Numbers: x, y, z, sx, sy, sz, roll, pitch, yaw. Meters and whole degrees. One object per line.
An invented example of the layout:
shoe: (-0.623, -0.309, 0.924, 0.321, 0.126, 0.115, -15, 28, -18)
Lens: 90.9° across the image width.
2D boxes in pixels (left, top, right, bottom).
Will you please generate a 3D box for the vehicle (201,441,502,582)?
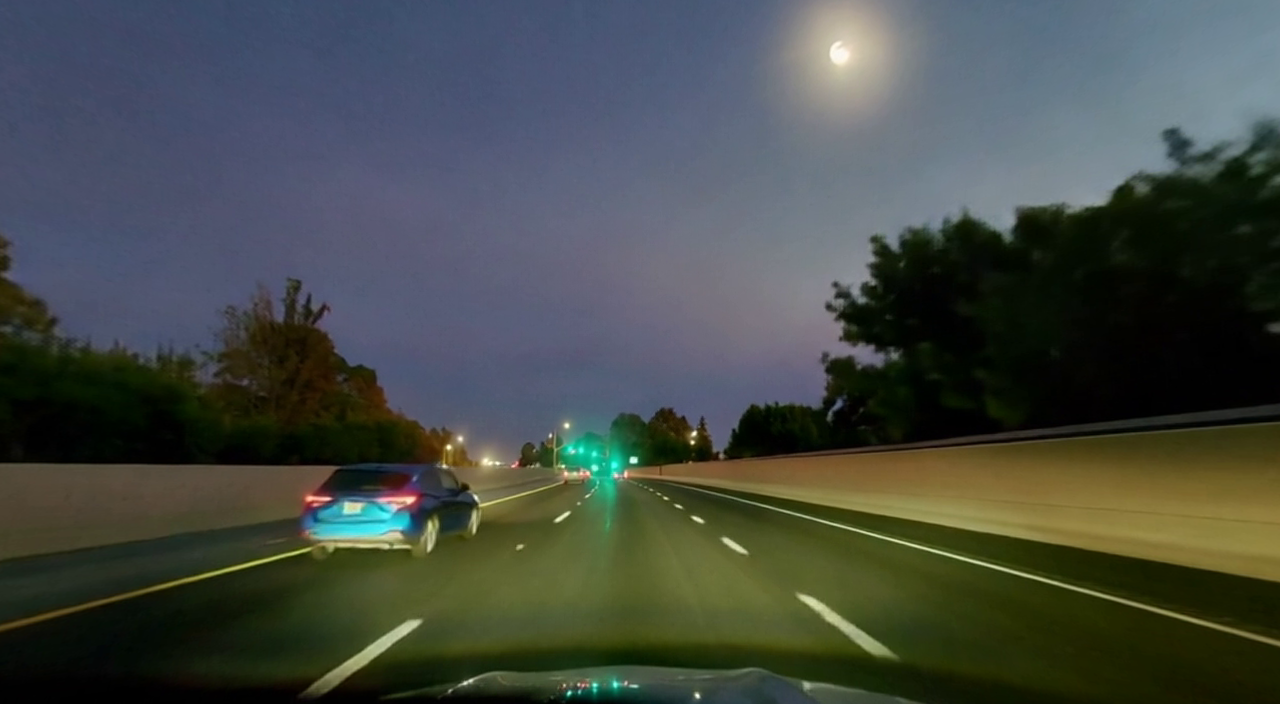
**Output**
vehicle: (-3.848, 2.299, 9.785, 2.328, 1.559, 5.041, 1, -11, -1)
